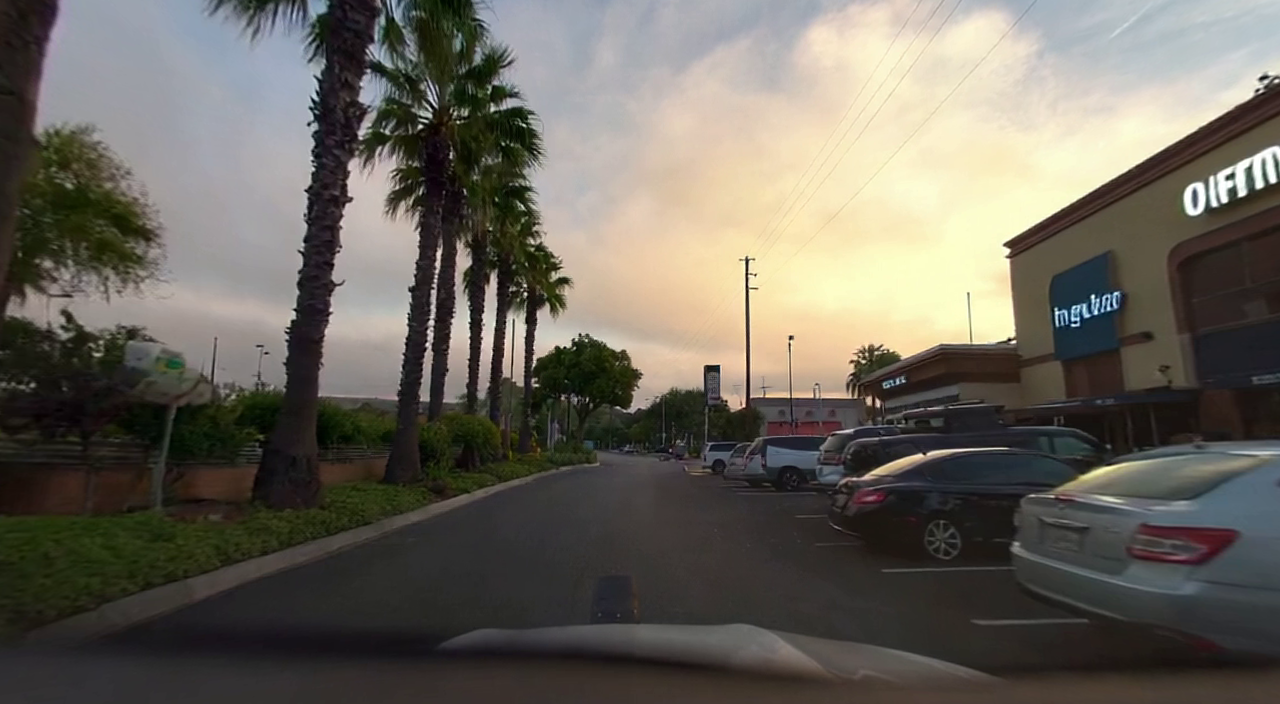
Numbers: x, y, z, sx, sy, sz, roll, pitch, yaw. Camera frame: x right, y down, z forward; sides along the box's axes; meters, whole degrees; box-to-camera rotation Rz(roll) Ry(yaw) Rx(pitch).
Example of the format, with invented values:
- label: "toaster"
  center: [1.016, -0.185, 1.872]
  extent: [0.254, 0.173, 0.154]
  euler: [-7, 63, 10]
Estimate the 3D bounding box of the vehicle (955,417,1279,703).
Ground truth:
- label: "vehicle"
  center: [4.760, 1.151, 3.706]
  extent: [4.756, 1.417, 2.021]
  euler: [1, -9, -4]
